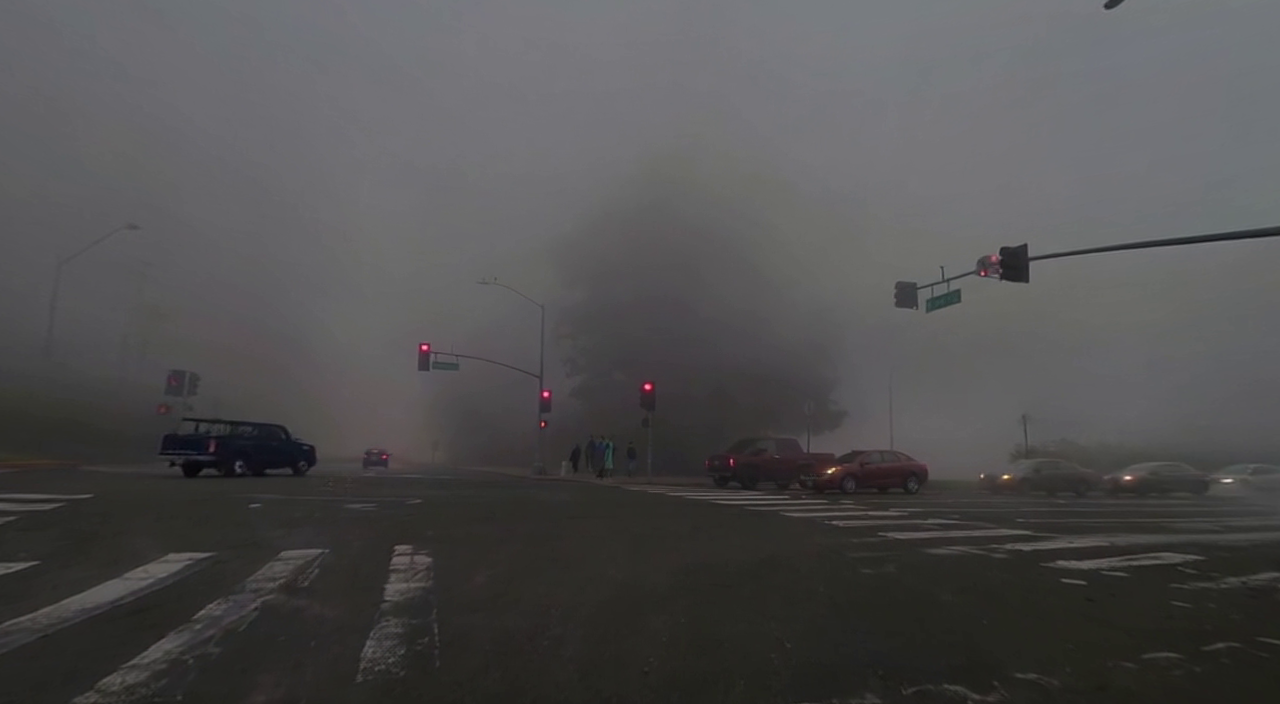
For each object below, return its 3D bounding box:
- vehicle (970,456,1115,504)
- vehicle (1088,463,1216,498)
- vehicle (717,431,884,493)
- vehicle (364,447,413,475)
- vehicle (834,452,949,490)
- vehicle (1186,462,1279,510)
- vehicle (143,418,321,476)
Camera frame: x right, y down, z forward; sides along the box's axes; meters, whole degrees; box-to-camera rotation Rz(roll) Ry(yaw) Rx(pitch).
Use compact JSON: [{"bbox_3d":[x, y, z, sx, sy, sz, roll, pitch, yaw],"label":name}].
[{"bbox_3d":[15.688,4.969,24.692,4.356,1.498,1.957,-2,-8,-5],"label":"vehicle"},{"bbox_3d":[24.817,6.224,30.595,4.793,1.533,1.874,1,-9,-6],"label":"vehicle"},{"bbox_3d":[5.853,4.047,23.235,5.535,1.896,2.170,4,-9,-8],"label":"vehicle"},{"bbox_3d":[-14.984,6.478,37.703,1.964,1.525,4.750,2,-9,-13],"label":"vehicle"},{"bbox_3d":[11.565,5.482,29.111,4.537,1.608,1.827,1,-9,-7],"label":"vehicle"},{"bbox_3d":[25.063,5.394,25.477,4.322,1.522,1.795,-3,-10,-7],"label":"vehicle"},{"bbox_3d":[-15.860,3.768,25.000,2.243,2.011,5.631,-3,-9,18],"label":"vehicle"}]
